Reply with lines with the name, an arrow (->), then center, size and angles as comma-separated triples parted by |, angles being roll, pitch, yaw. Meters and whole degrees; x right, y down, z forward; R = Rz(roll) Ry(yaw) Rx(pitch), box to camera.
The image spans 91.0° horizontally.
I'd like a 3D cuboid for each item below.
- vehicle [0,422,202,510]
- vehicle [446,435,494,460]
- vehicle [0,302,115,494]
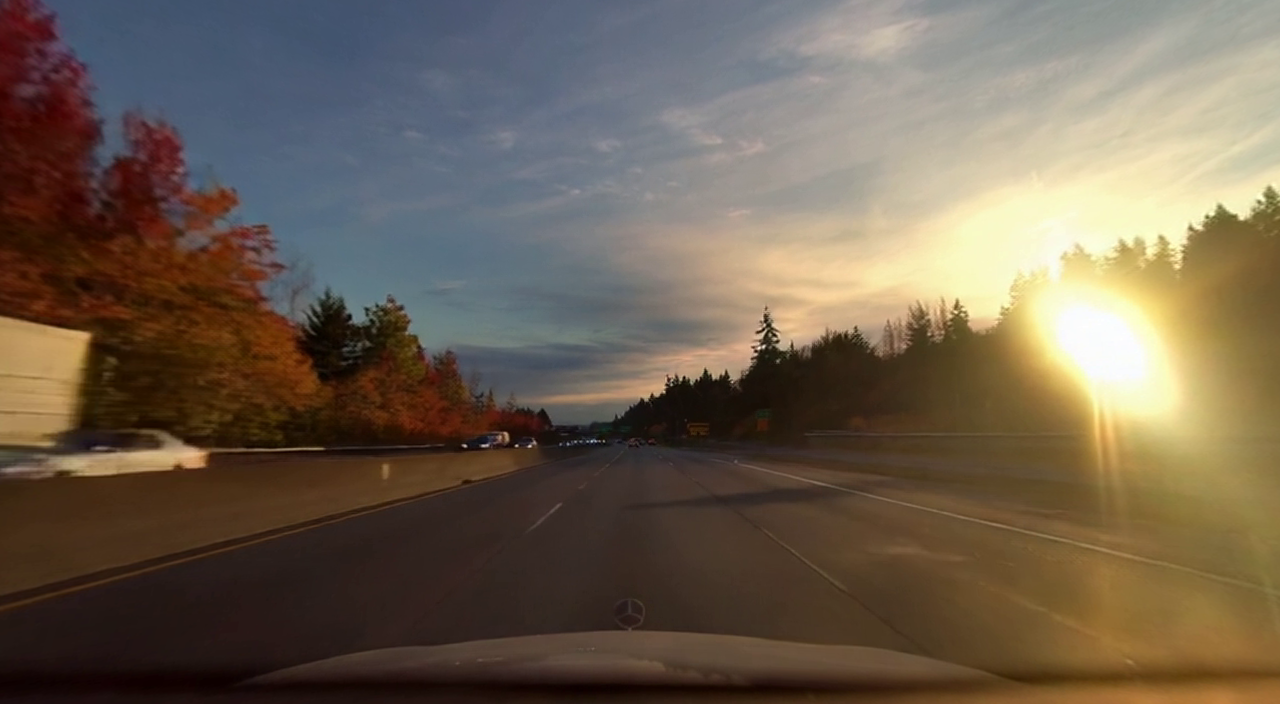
vehicle -> -11.577, 2.252, 12.925 | 1.871, 1.479, 4.480 | 0, -8, 0
vehicle -> -11.402, 6.449, 42.507 | 1.969, 1.544, 4.758 | 0, -8, 0
vehicle -> -15.134, 0.208, 8.063 | 2.927, 4.069, 16.353 | 0, -8, 0
